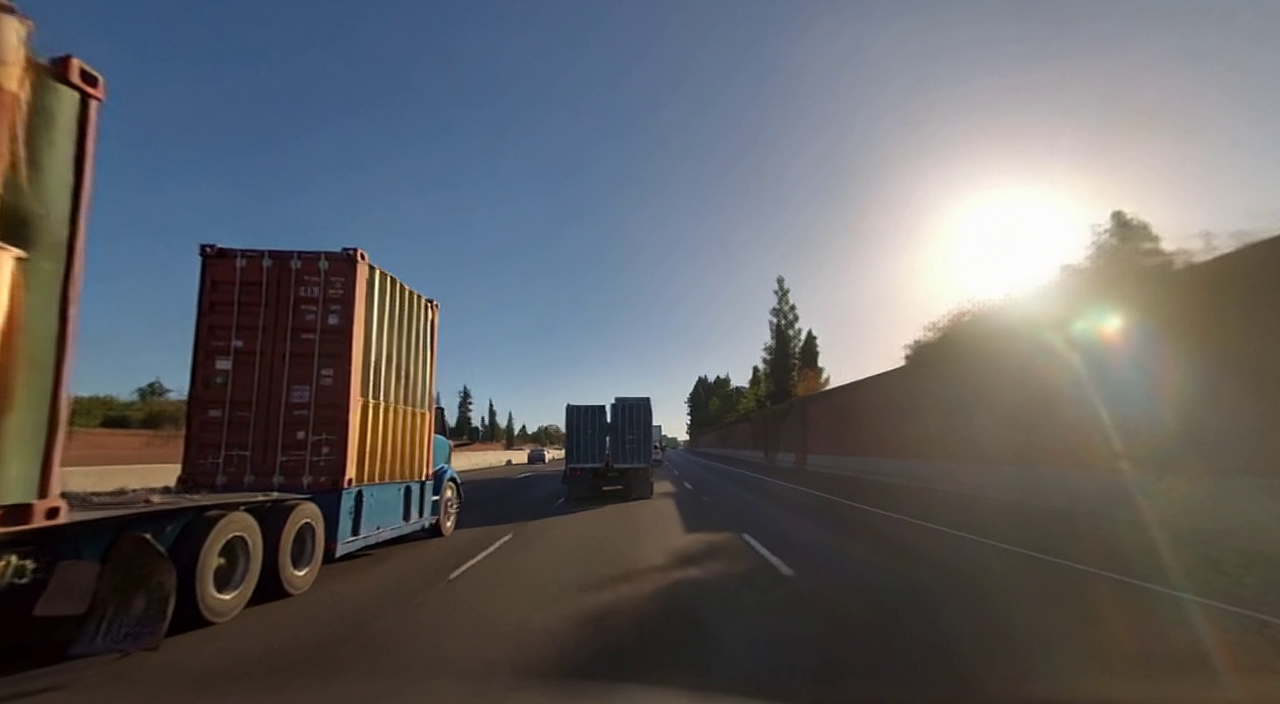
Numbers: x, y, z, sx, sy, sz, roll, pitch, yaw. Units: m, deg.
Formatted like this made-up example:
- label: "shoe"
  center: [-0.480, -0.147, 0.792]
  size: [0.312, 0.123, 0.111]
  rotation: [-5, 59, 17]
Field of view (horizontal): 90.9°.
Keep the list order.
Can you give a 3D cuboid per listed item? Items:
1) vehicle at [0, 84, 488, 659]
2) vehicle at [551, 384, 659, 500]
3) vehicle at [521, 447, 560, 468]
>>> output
- label: "vehicle"
  center: [-4.073, 0.435, 7.251]
  size: [2.998, 3.992, 5.800]
  rotation: [0, -8, 1]
- label: "vehicle"
  center: [-1.494, 3.019, 21.188]
  size: [2.798, 3.071, 8.412]
  rotation: [1, -8, -9]
- label: "vehicle"
  center: [-7.187, 7.683, 46.077]
  size: [2.006, 1.458, 4.700]
  rotation: [0, -8, 1]
